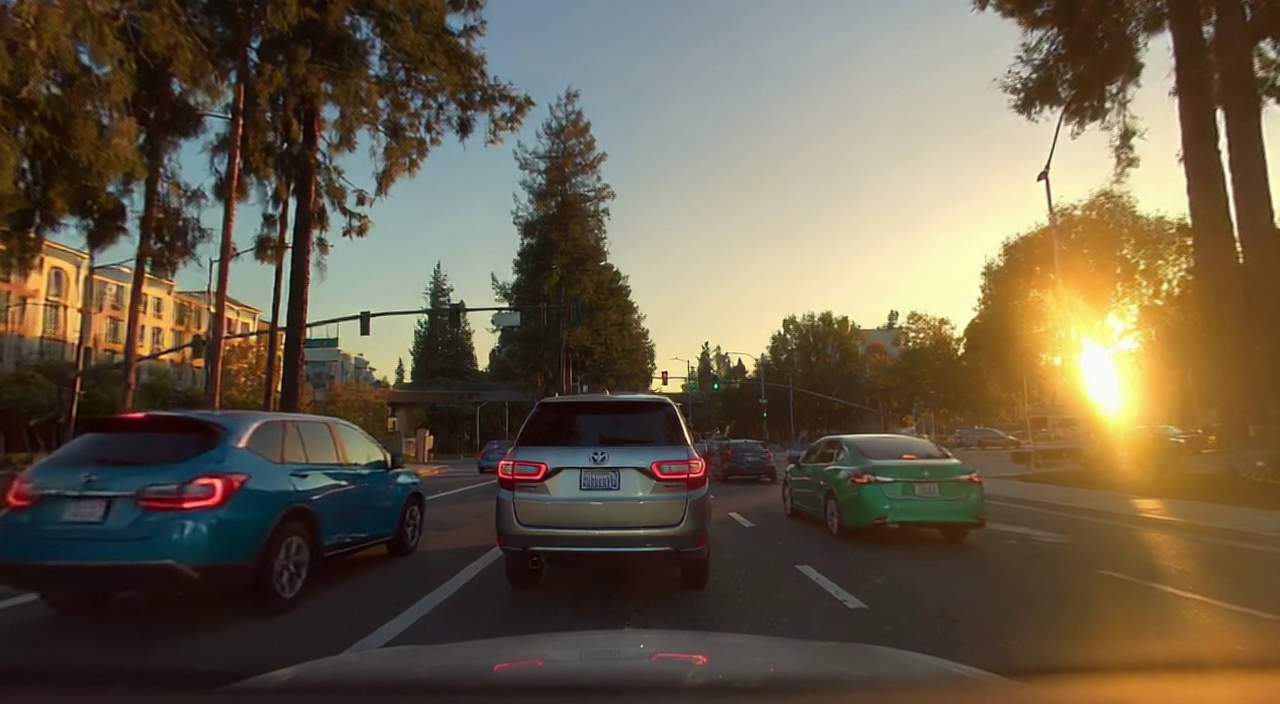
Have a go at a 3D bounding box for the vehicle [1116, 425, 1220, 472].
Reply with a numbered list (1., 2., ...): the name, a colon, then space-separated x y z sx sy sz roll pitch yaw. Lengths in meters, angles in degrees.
1. vehicle: 19.307 3.509 22.980 4.215 1.578 1.892 7 -11 -37

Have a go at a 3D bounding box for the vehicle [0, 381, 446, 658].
1. vehicle: -3.721 1.344 6.160 2.160 1.666 4.583 0 -8 0

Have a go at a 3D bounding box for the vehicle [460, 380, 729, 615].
1. vehicle: -0.362 1.439 7.101 2.064 1.817 4.298 0 -8 0

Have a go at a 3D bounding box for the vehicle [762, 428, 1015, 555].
1. vehicle: 3.358 1.967 9.622 2.121 1.494 4.208 0 -8 0
